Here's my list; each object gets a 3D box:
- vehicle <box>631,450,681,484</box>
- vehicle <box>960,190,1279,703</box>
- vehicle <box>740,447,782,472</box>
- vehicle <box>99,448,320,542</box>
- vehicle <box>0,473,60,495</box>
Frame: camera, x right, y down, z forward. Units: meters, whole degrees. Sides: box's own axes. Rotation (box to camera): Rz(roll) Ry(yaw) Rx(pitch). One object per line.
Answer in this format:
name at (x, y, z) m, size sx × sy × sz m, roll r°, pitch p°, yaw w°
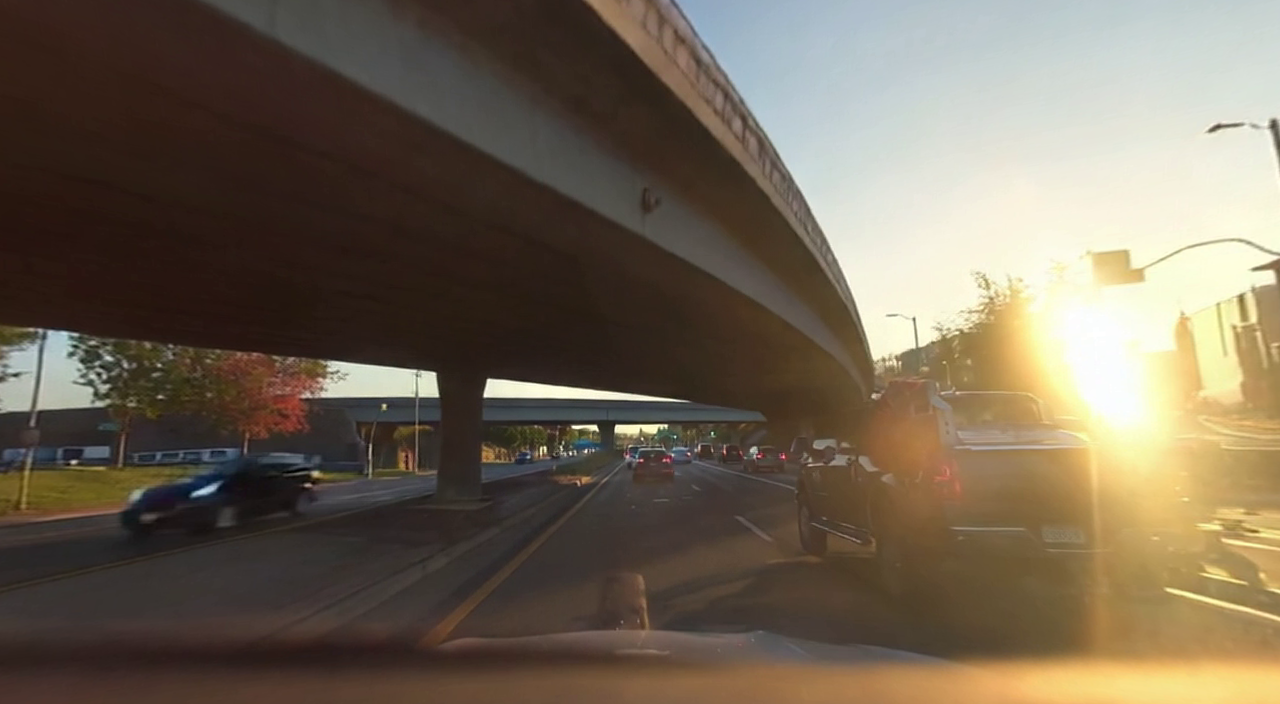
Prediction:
vehicle at (0.677, 5.003, 27.828) m, size 2.027 × 1.341 × 3.775 m, roll 0°, pitch -8°, yaw 1°
vehicle at (3.523, 0.556, 1.833) m, size 2.588 × 2.321 × 4.927 m, roll 0°, pitch -8°, yaw 1°
vehicle at (7.626, 6.840, 40.254) m, size 1.890 × 1.478 × 4.093 m, roll 0°, pitch -8°, yaw 0°
vehicle at (-8.742, 2.867, 13.334) m, size 1.897 × 1.663 × 3.838 m, roll 0°, pitch -8°, yaw 0°
vehicle at (-44.968, 9.611, 45.977) m, size 3.685 × 1.468 × 1.662 m, roll 0°, pitch -9°, yaw -1°
